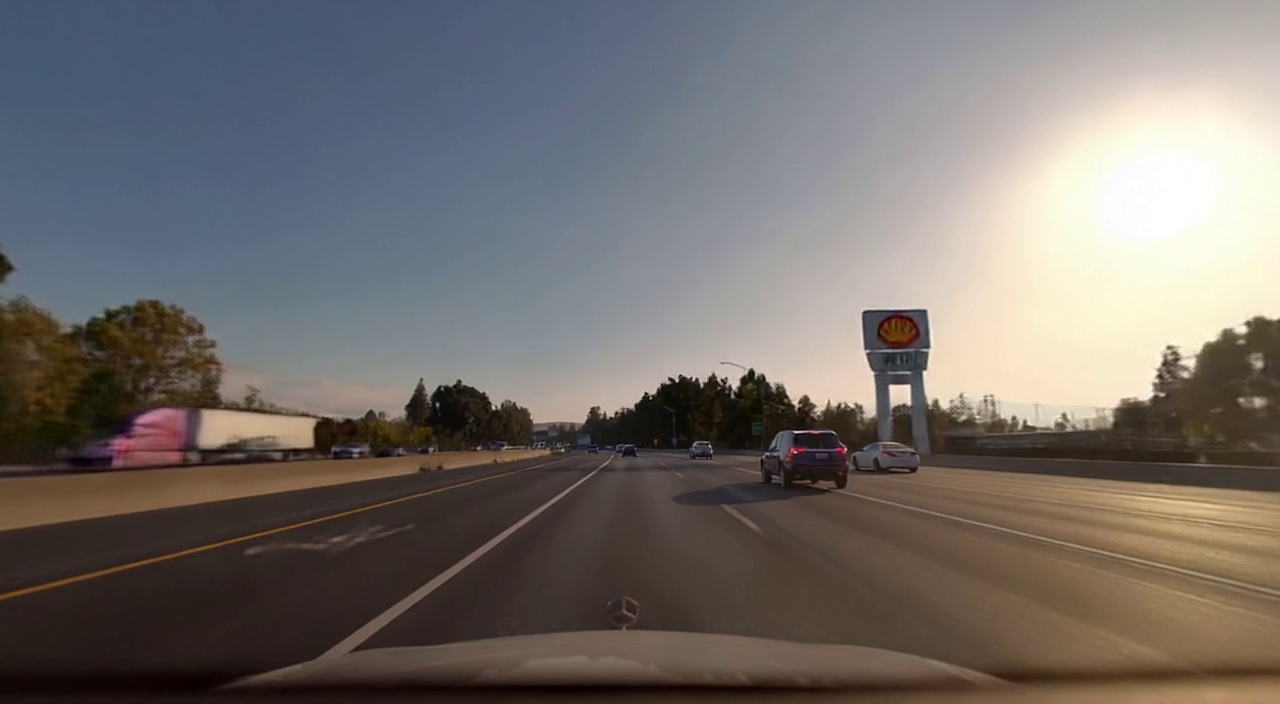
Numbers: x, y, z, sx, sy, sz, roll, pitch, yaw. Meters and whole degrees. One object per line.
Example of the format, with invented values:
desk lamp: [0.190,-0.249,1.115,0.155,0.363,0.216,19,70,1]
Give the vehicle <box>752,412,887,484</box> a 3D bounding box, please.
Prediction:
vehicle: [6.608,3.741,24.720,2.779,2.339,8.073,0,-8,-1]

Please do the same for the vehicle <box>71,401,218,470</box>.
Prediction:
vehicle: [-32.233,5.569,41.546,3.052,4.072,8.144,0,-8,-2]

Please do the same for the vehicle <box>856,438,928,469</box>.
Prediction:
vehicle: [13.907,5.632,35.074,2.072,1.611,4.387,0,-8,-2]
